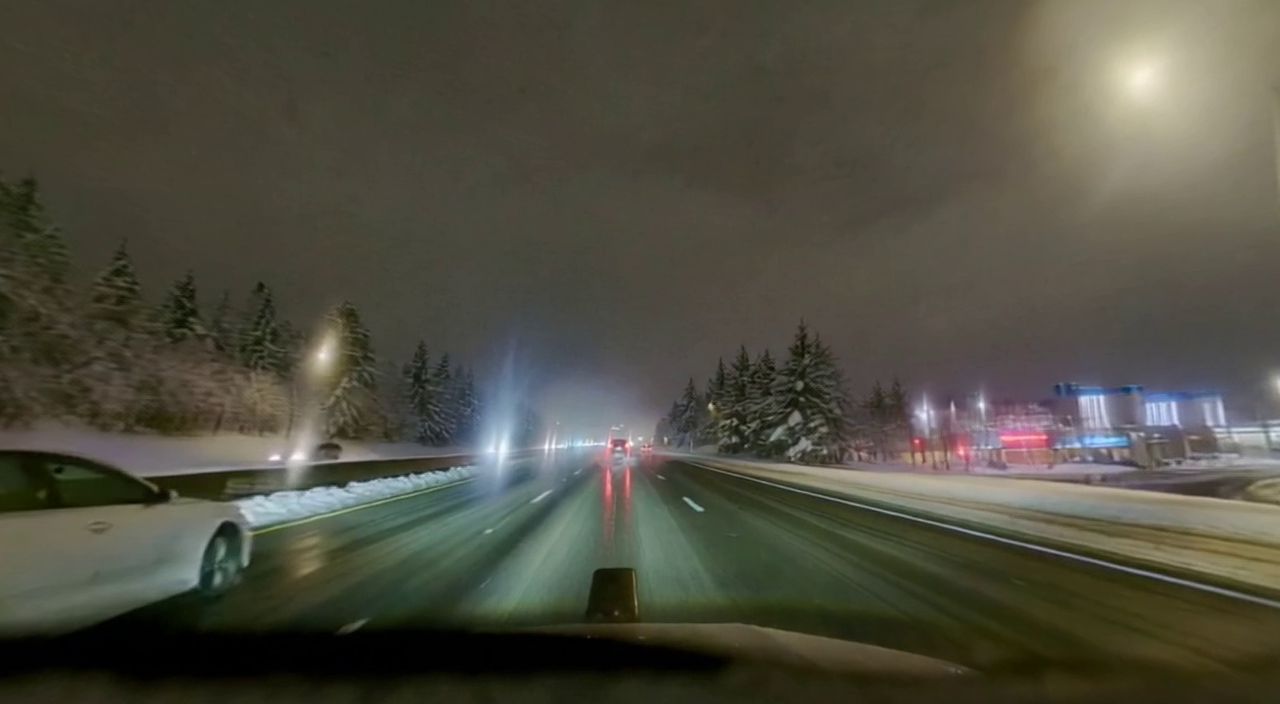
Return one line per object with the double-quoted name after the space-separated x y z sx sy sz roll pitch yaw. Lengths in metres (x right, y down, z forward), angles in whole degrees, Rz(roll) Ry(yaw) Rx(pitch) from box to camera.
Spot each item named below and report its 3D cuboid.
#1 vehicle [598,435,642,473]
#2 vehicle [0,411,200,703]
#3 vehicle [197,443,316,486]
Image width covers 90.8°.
-1.024 5.386 33.446 2.155 1.856 4.796 0 -9 0 "vehicle"
-4.102 0.910 2.214 1.907 1.483 4.562 0 -9 -1 "vehicle"
-15.446 4.536 25.808 2.011 1.549 4.511 0 -9 0 "vehicle"
